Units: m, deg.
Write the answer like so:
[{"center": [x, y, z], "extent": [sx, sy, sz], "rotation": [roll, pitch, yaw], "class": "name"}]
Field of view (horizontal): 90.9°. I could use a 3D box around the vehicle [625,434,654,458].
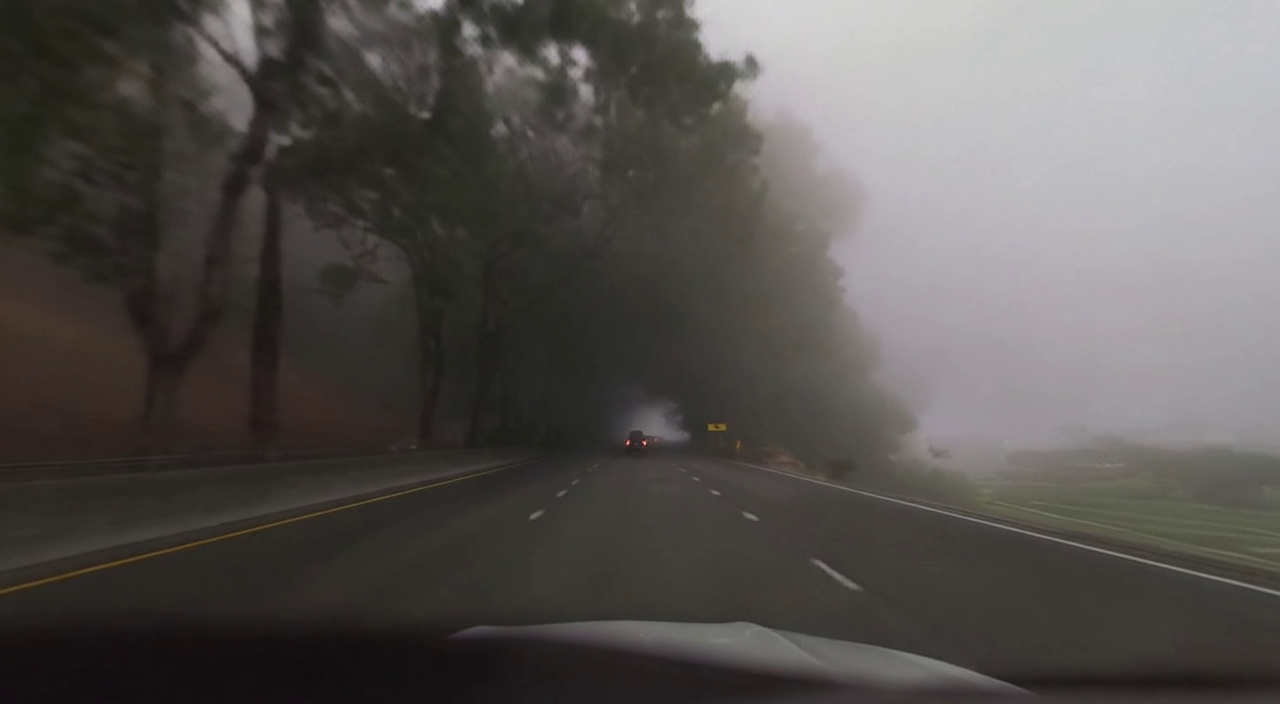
[{"center": [-0.081, 6.852, 46.252], "extent": [2.094, 1.653, 4.283], "rotation": [0, -8, -1], "class": "vehicle"}]
